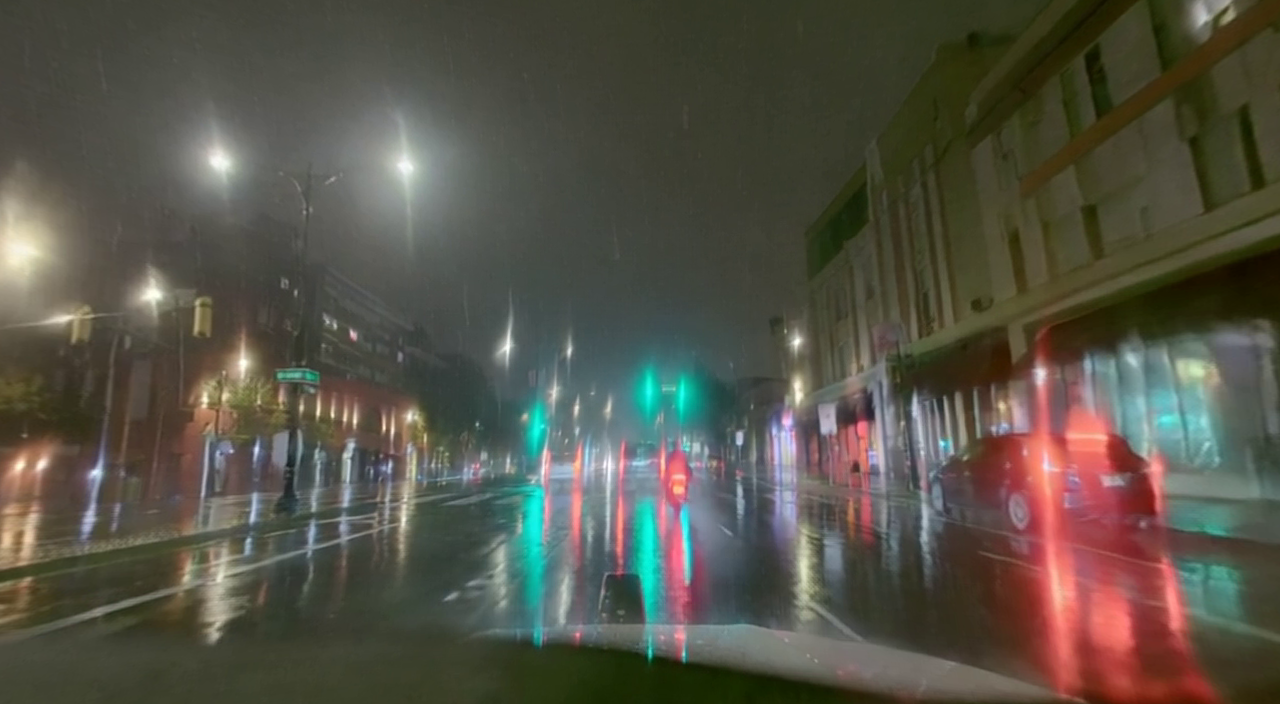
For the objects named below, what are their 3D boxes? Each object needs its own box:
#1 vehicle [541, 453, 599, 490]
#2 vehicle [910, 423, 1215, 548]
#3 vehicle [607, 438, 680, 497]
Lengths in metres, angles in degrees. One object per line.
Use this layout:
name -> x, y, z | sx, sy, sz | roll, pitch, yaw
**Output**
vehicle -> -2.964, 5.178, 27.736 | 2.014, 1.470, 4.552 | 0, -9, 0
vehicle -> 7.167, 2.302, 11.641 | 2.018, 1.772, 4.968 | 0, -9, -2
vehicle -> 0.073, 3.844, 21.467 | 2.223, 1.775, 4.250 | 0, -9, -1
